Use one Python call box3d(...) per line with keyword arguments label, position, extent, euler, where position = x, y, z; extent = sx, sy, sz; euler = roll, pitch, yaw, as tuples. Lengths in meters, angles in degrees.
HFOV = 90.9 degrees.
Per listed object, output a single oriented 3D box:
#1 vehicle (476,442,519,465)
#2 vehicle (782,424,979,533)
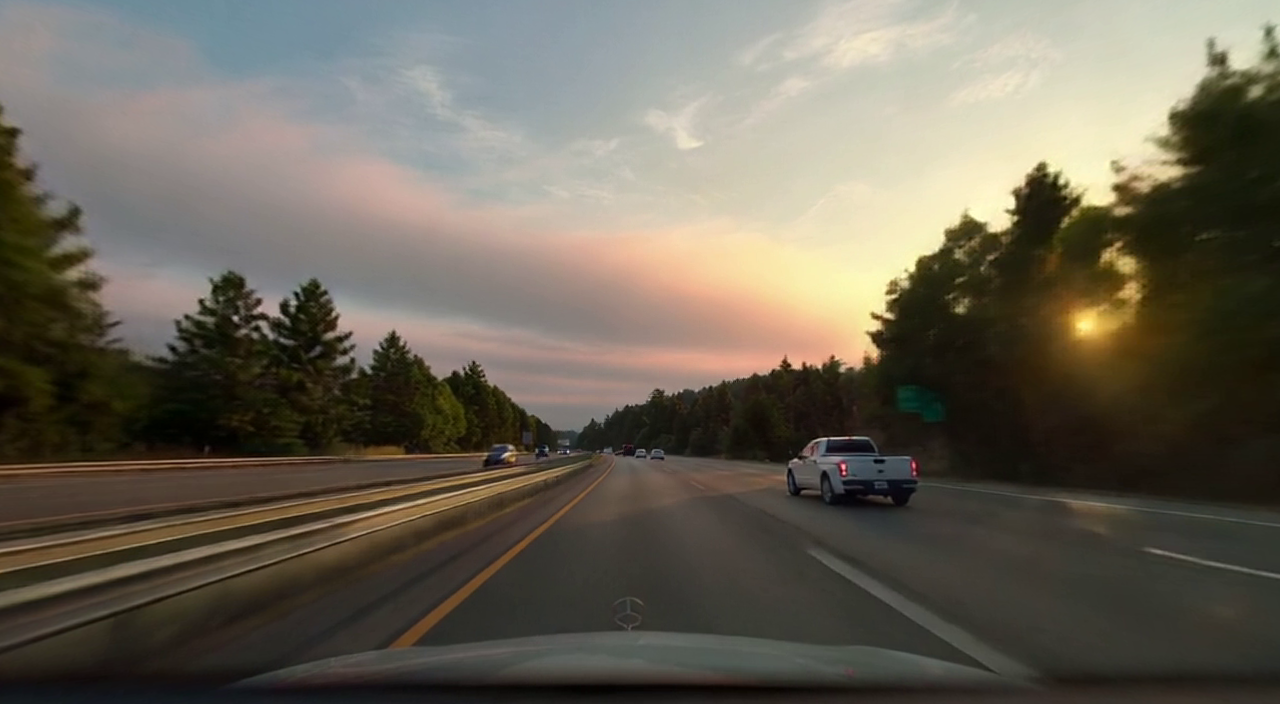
box3d(label="vehicle", position=(-9.439, 6.759, 42.058), extent=(1.852, 1.394, 4.228), euler=(0, -9, 0))
box3d(label="vehicle", position=(4.243, 2.309, 12.051), extent=(1.933, 1.663, 4.440), euler=(0, -9, -1))
